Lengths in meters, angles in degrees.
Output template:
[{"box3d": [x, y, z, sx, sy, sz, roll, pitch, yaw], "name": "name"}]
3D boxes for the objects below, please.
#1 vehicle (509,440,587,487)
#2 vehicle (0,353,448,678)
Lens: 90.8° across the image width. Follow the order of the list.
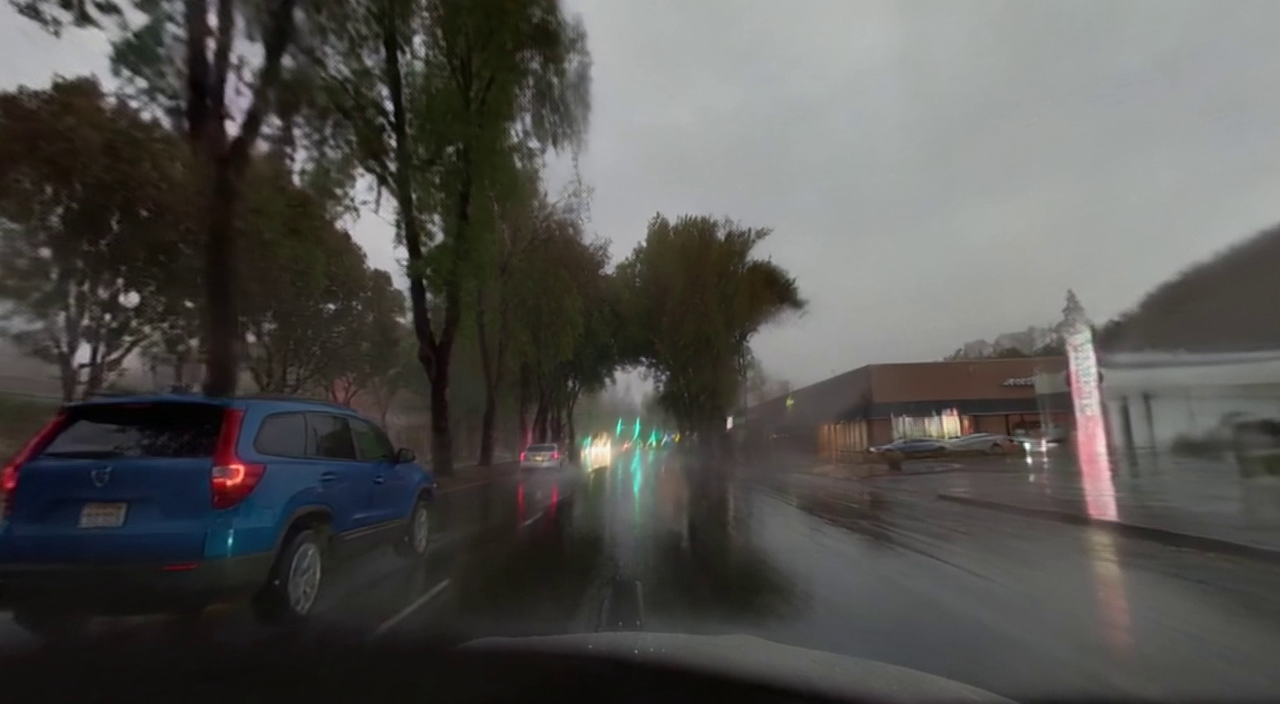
[{"box3d": [-3.132, 3.896, 22.497, 2.069, 1.470, 4.601, 0, -8, 1], "name": "vehicle"}, {"box3d": [-3.459, 1.232, 5.797, 2.042, 1.817, 4.364, 0, -8, -1], "name": "vehicle"}]
